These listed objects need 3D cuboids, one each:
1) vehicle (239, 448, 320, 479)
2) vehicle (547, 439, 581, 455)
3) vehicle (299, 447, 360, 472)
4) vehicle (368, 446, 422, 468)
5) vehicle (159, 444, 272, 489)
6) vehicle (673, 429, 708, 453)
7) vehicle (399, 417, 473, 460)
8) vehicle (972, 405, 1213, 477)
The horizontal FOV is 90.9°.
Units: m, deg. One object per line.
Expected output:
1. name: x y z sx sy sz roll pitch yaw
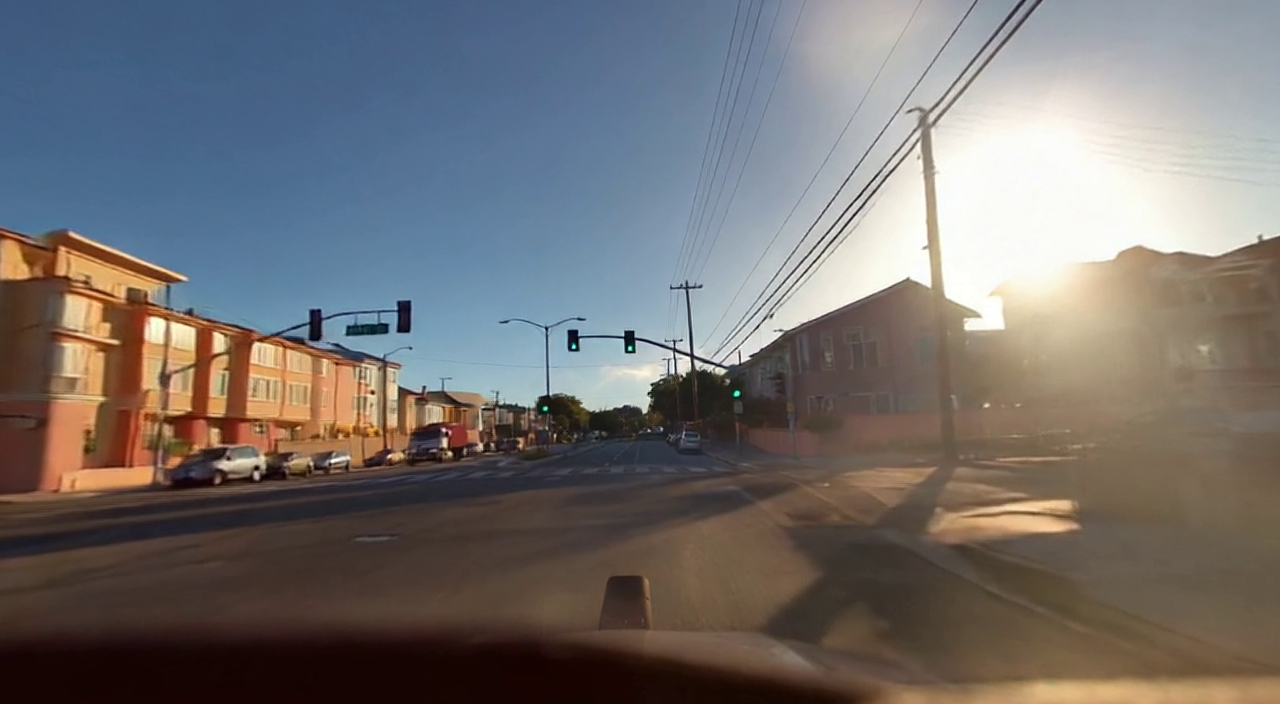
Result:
1. vehicle: -19.136 5.908 33.724 1.751 1.487 4.514 0 -8 -1
2. vehicle: -5.767 7.246 48.190 1.925 1.016 2.951 -3 -6 6
3. vehicle: -18.996 6.572 38.746 1.672 1.428 4.062 -1 -8 1
4. vehicle: -18.765 8.049 48.541 2.060 1.484 4.726 -1 -8 2
5. vehicle: -19.207 5.156 28.828 2.071 1.840 4.528 0 -8 -1
6. vehicle: 3.276 5.926 41.865 1.986 1.491 4.500 -1 -8 0
7. vehicle: -15.806 6.878 49.636 2.979 3.071 7.978 -1 -8 1
8. vehicle: 12.004 2.343 17.035 4.816 1.501 2.296 -2 -1 1
